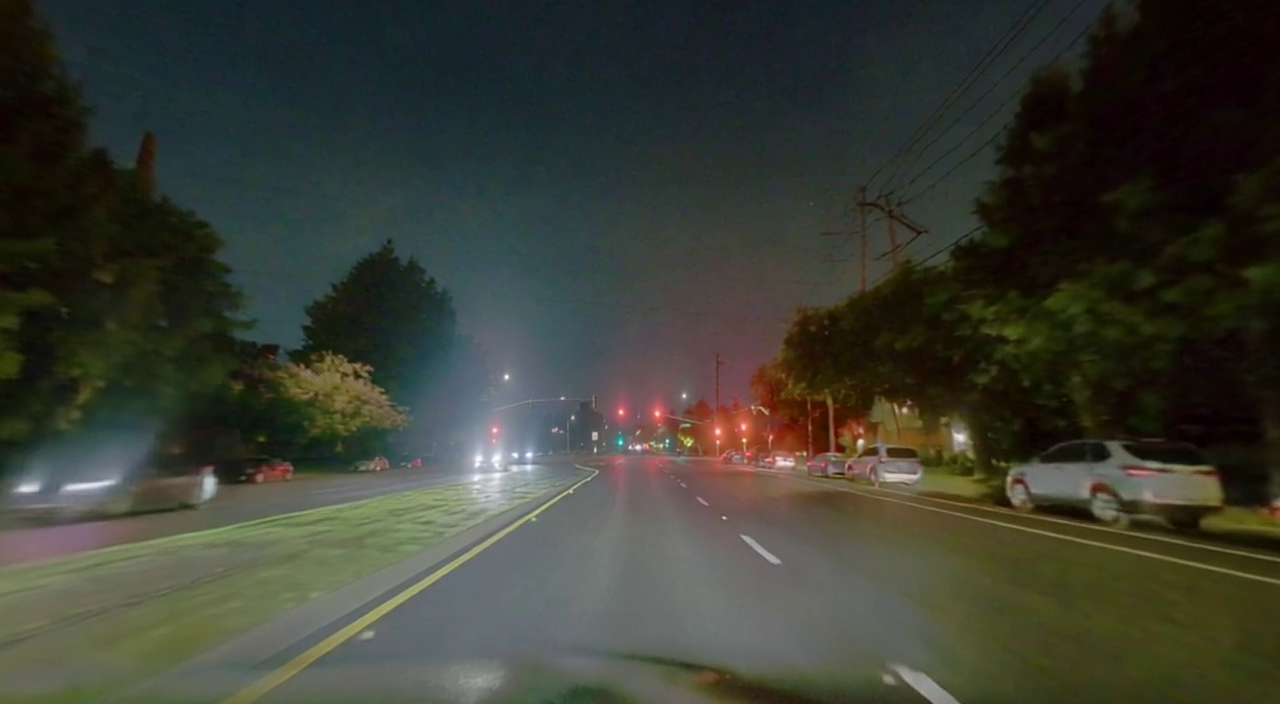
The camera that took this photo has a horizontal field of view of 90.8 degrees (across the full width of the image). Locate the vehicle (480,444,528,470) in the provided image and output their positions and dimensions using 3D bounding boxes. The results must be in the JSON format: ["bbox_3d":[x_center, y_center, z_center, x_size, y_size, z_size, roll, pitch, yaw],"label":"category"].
[{"bbox_3d":[-8.203,6.347,38.463,1.922,1.486,4.392,0,-8,1],"label":"vehicle"}]

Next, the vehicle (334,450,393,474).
[{"bbox_3d":[-18.306,7.282,42.070,1.844,1.480,4.729,0,-8,-1],"label":"vehicle"}]

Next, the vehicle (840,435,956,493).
[{"bbox_3d":[9.839,4.308,24.735,2.176,1.893,5.744,2,-8,0],"label":"vehicle"}]

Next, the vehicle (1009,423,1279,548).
[{"bbox_3d":[9.990,2.453,12.471,2.182,1.902,5.406,0,-8,1],"label":"vehicle"}]

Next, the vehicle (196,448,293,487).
[{"bbox_3d":[-18.382,5.331,29.627,1.842,1.660,4.120,0,-8,0],"label":"vehicle"}]

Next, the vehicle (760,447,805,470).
[{"bbox_3d":[9.785,7.300,43.740,1.931,1.473,4.742,0,-8,0],"label":"vehicle"}]

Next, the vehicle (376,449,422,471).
[{"bbox_3d":[-18.407,8.243,48.511,1.728,1.512,4.554,0,-8,0],"label":"vehicle"}]

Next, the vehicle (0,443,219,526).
[{"bbox_3d":[-11.668,2.745,13.760,1.826,1.472,4.493,0,-8,1],"label":"vehicle"}]
